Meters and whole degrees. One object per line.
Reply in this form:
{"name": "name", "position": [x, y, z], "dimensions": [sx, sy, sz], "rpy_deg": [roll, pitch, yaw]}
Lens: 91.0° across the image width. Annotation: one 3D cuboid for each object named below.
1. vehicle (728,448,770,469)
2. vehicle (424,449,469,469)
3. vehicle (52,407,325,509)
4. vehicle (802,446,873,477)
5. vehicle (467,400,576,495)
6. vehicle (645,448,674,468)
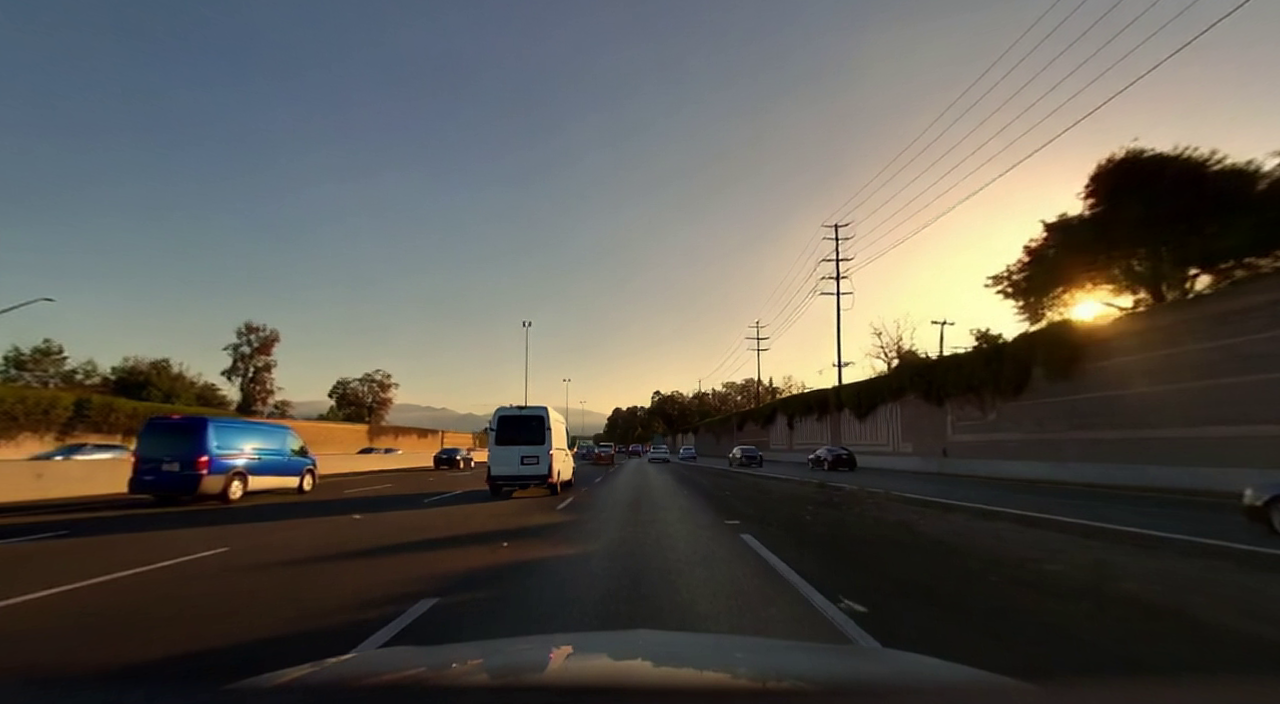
{"name": "vehicle", "position": [8.308, 8.103, 48.285], "dimensions": [2.095, 1.504, 4.536], "rpy_deg": [1, -9, -4]}
{"name": "vehicle", "position": [-15.072, 8.317, 49.244], "dimensions": [1.948, 1.479, 4.754], "rpy_deg": [0, -9, 1]}
{"name": "vehicle", "position": [-11.323, 2.766, 16.783], "dimensions": [2.596, 2.162, 6.328], "rpy_deg": [0, -9, -1]}
{"name": "vehicle", "position": [10.068, 5.591, 32.471], "dimensions": [2.052, 1.470, 4.364], "rpy_deg": [0, -9, -3]}
{"name": "vehicle", "position": [-3.658, 3.143, 20.773], "dimensions": [2.395, 2.660, 5.827], "rpy_deg": [0, -9, 0]}
{"name": "vehicle", "position": [1.472, 8.217, 49.108], "dimensions": [2.084, 1.492, 4.137], "rpy_deg": [0, -9, -1]}
